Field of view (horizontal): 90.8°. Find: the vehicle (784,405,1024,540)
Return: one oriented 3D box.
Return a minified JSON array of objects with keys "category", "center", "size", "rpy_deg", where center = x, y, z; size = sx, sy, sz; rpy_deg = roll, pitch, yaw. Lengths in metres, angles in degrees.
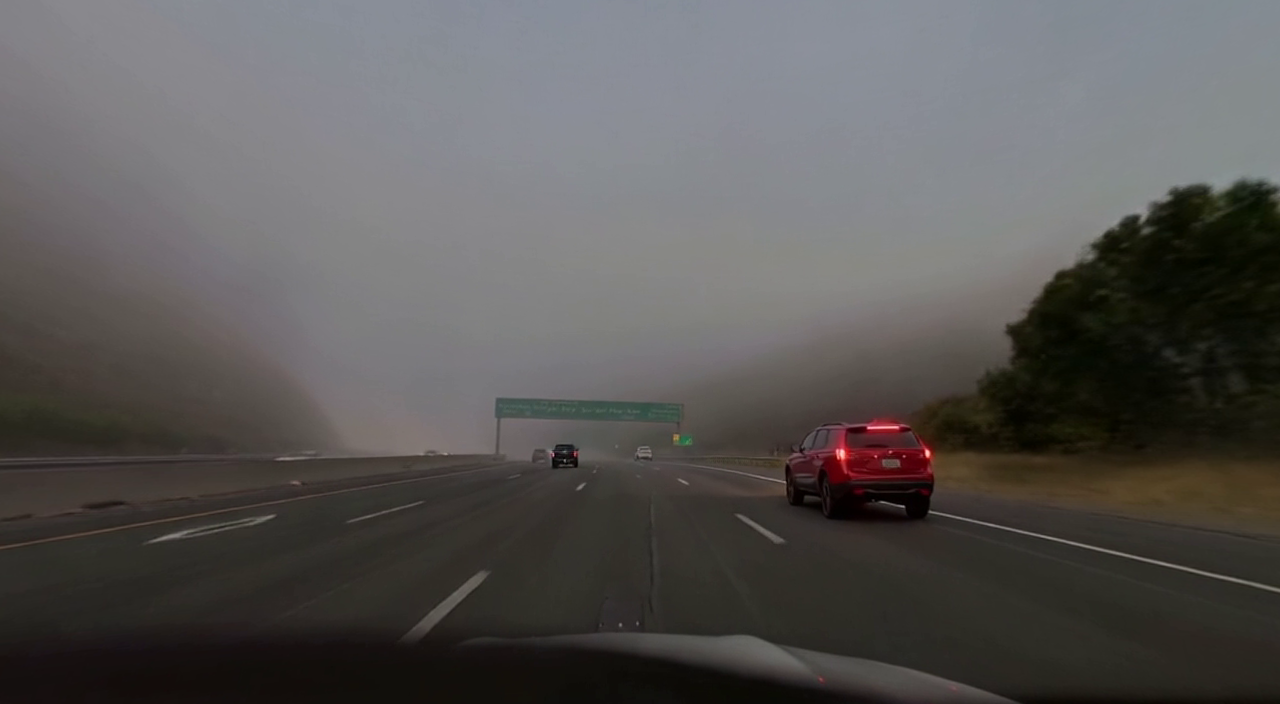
[{"category":"vehicle","center":[4.338,2.081,11.514],"size":[2.103,1.903,4.837],"rpy_deg":[0,-9,-2]}]

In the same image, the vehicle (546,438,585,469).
[{"category":"vehicle","center":[-5.567,7.639,47.749],"size":[2.537,2.121,5.251],"rpy_deg":[0,-9,-3]}]
